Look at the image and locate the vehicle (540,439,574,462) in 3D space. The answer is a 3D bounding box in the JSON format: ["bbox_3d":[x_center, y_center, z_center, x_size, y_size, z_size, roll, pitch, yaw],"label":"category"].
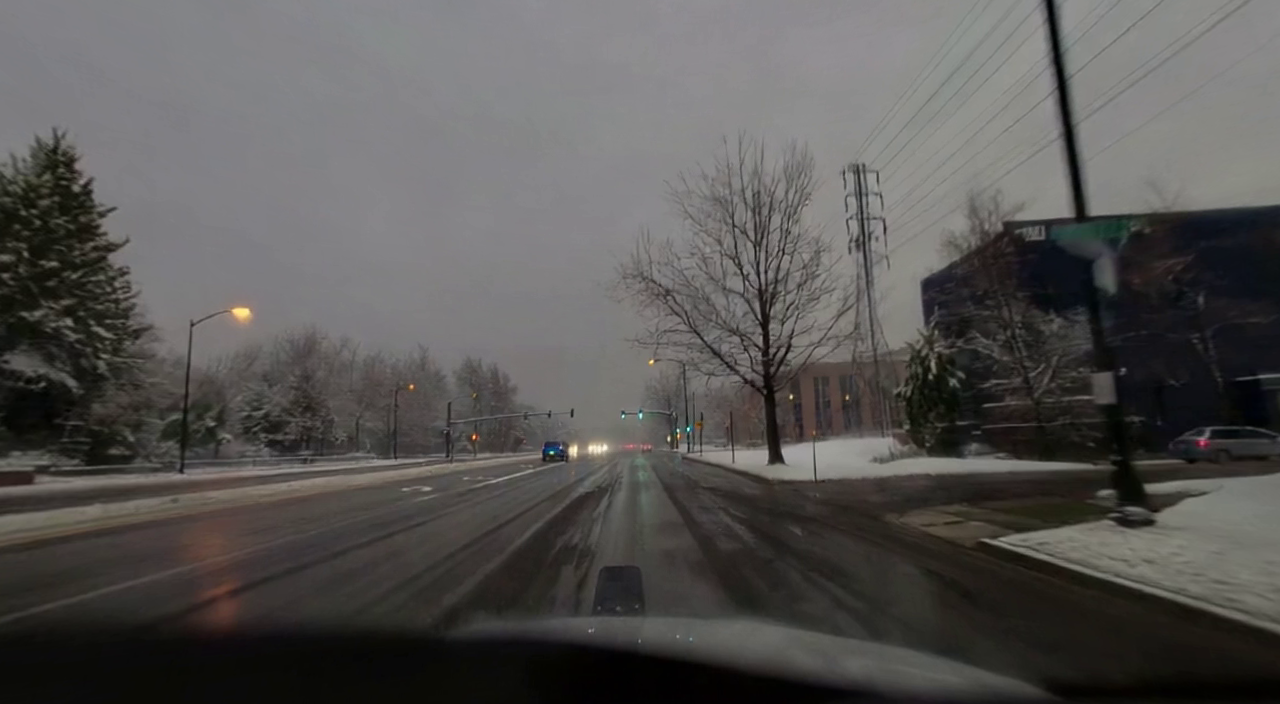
[{"bbox_3d":[-6.475,7.705,49.616,2.052,1.662,4.299,0,-8,0],"label":"vehicle"}]

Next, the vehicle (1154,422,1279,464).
[{"bbox_3d":[22.625,3.487,24.171,1.847,1.438,4.601,0,-8,-3],"label":"vehicle"}]
